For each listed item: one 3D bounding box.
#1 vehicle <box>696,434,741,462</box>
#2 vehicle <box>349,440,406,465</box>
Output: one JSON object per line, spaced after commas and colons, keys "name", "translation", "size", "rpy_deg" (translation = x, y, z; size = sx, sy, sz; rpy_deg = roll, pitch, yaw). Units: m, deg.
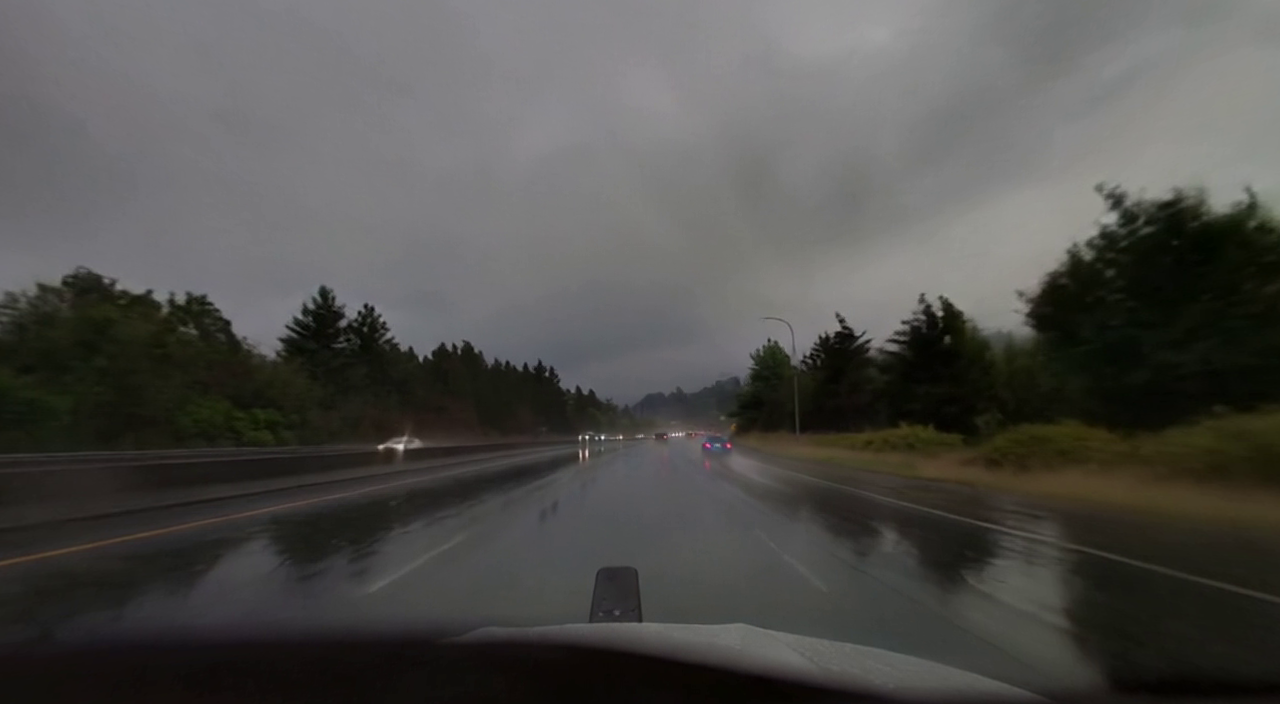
{"name": "vehicle", "translation": [4.322, 5.340, 35.248], "size": [1.982, 1.452, 4.294], "rpy_deg": [0, -8, 0]}
{"name": "vehicle", "translation": [-16.378, 6.252, 39.368], "size": [1.815, 1.421, 3.766], "rpy_deg": [0, -8, 2]}
